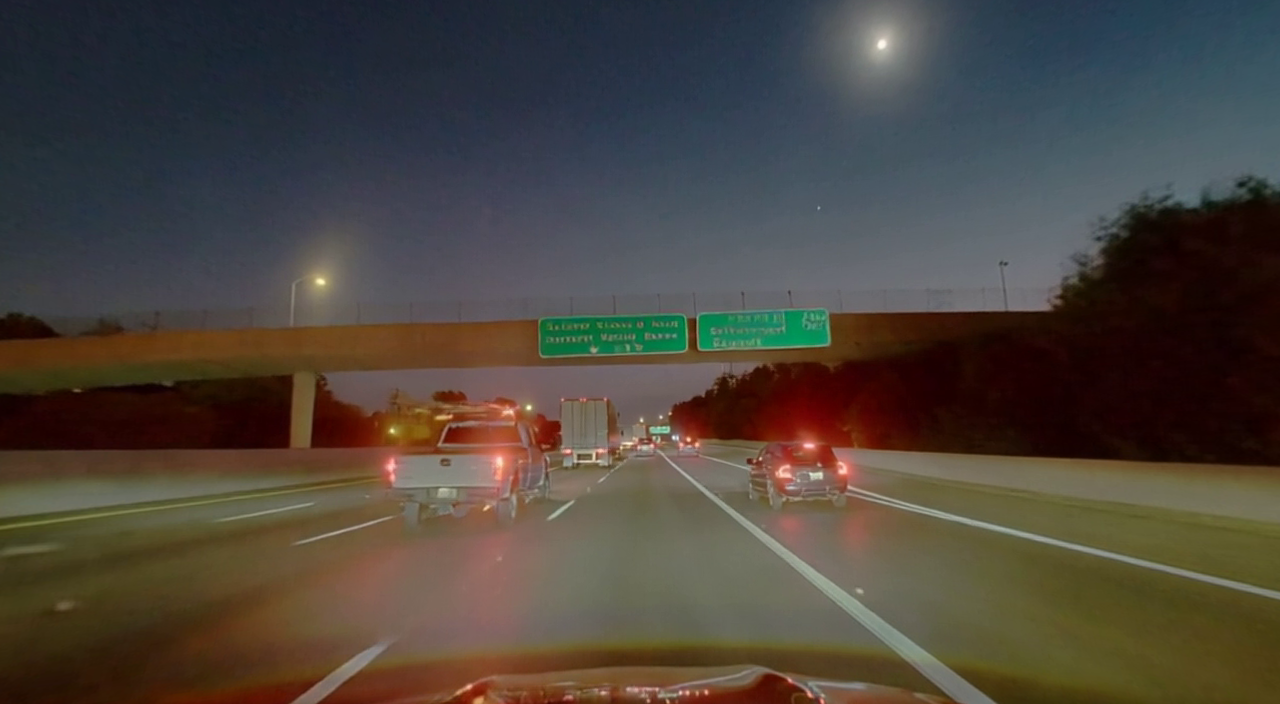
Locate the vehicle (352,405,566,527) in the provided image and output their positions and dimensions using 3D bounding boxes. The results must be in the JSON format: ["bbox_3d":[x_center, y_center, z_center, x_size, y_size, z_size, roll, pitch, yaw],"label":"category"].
[{"bbox_3d":[-3.429,2.399,13.892,2.645,2.023,6.491,0,-8,1],"label":"vehicle"}]

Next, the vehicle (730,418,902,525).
[{"bbox_3d":[3.096,2.208,12.172,2.028,1.658,4.334,0,-8,0],"label":"vehicle"}]

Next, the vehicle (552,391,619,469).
[{"bbox_3d":[-3.140,5.248,41.269,2.869,4.108,15.564,0,-8,1],"label":"vehicle"}]
